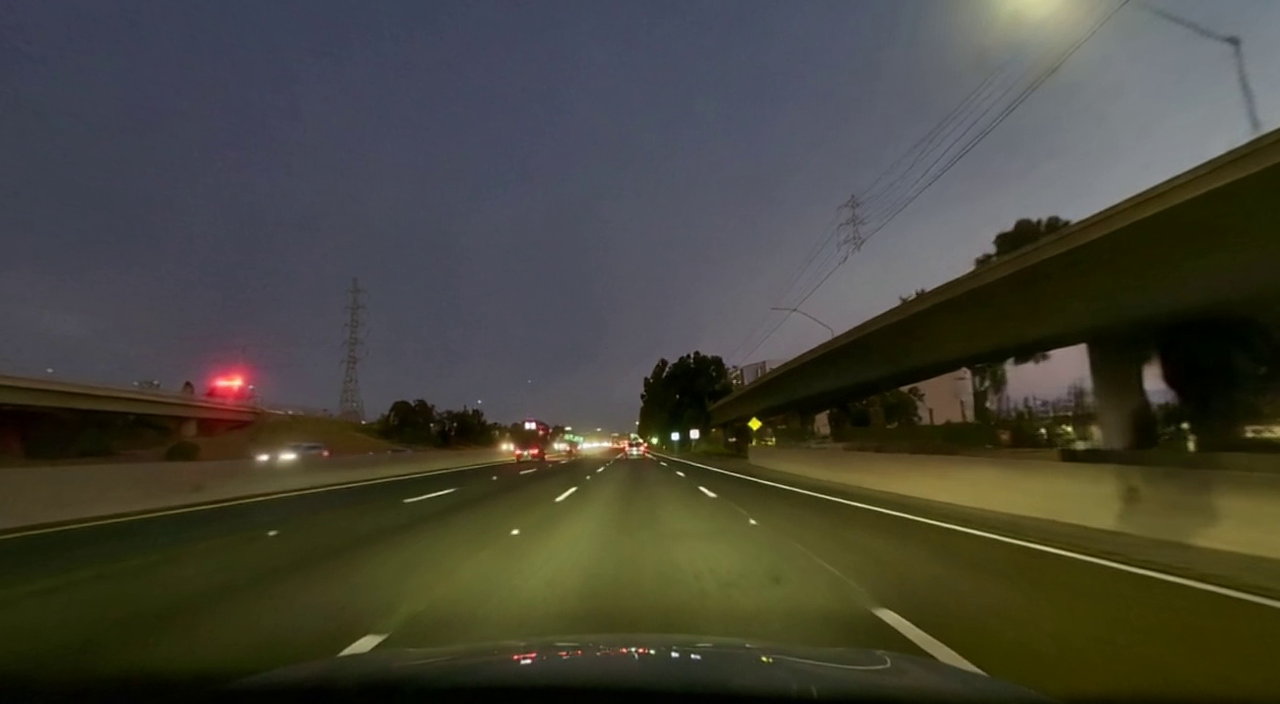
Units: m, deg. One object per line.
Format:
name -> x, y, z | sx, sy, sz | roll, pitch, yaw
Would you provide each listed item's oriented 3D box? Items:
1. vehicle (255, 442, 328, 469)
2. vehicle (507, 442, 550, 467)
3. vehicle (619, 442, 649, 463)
vehicle -> -25.448, 7.556, 46.471 | 2.166, 1.769, 5.672 | 0, -8, 0
vehicle -> -7.299, 6.740, 41.806 | 1.994, 1.487, 4.605 | 0, -8, 0
vehicle -> -0.507, 7.435, 46.805 | 2.086, 1.472, 4.168 | 0, -8, -2
